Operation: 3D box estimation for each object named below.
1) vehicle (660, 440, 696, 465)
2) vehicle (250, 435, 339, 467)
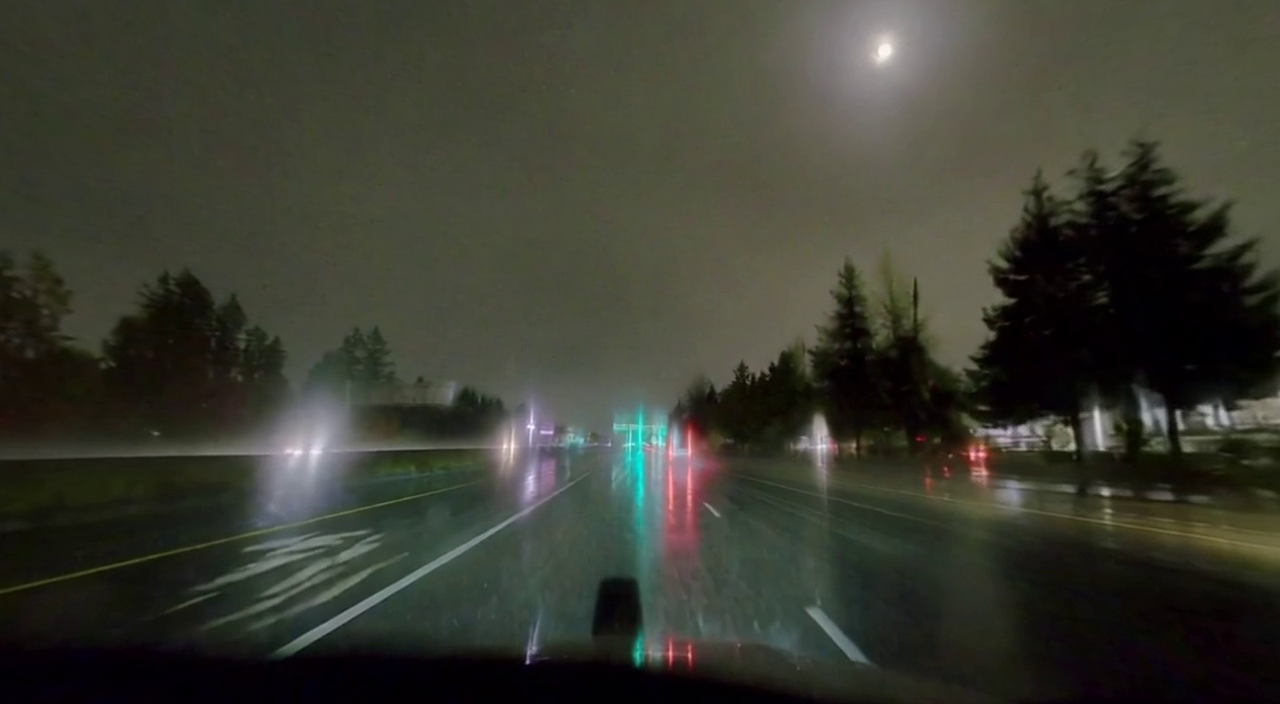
[{"bbox_3d":[2.675,7.258,45.537,2.127,1.692,4.382,0,-9,-2],"label":"vehicle"},{"bbox_3d":[-17.696,5.080,32.610,1.921,1.521,4.613,0,-9,1],"label":"vehicle"}]
